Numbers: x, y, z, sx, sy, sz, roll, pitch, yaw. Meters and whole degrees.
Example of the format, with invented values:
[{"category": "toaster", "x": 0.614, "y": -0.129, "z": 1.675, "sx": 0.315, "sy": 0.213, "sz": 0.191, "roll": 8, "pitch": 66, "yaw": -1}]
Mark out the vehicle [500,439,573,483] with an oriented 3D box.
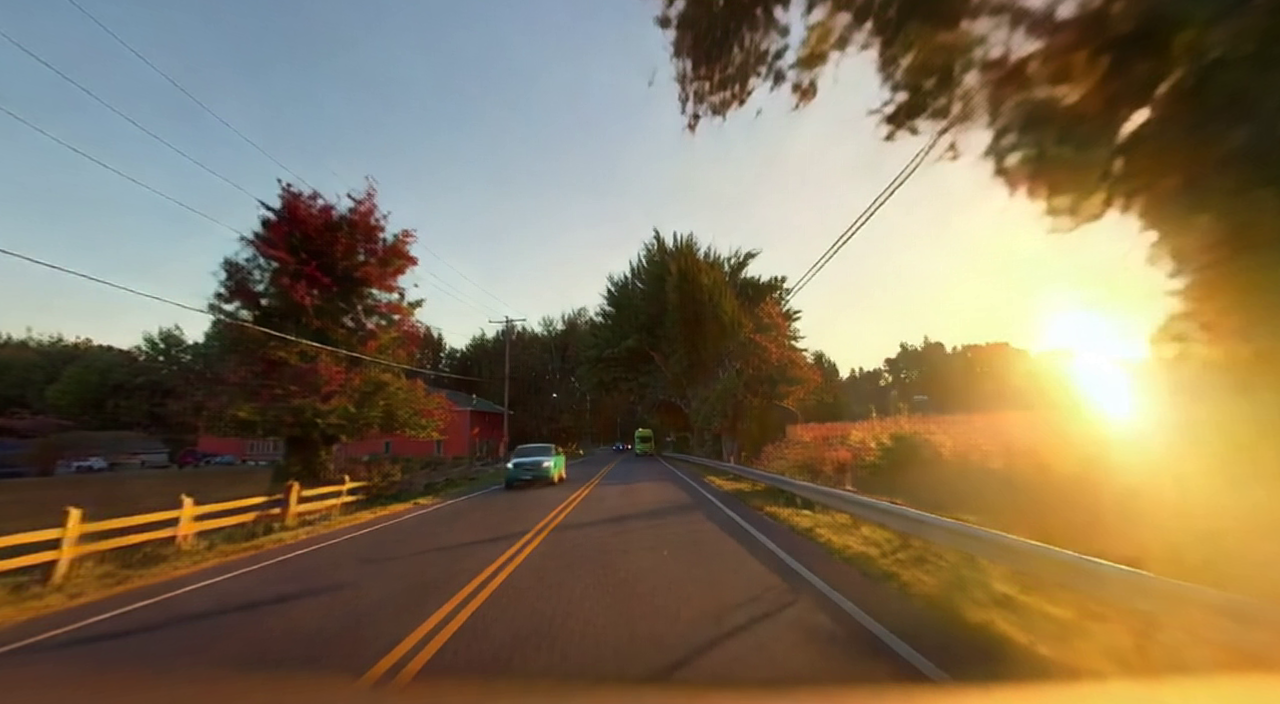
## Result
[{"category": "vehicle", "x": -3.852, "y": 4.135, "z": 24.303, "sx": 2.021, "sy": 1.491, "sz": 4.519, "roll": 0, "pitch": -8, "yaw": 0}]
